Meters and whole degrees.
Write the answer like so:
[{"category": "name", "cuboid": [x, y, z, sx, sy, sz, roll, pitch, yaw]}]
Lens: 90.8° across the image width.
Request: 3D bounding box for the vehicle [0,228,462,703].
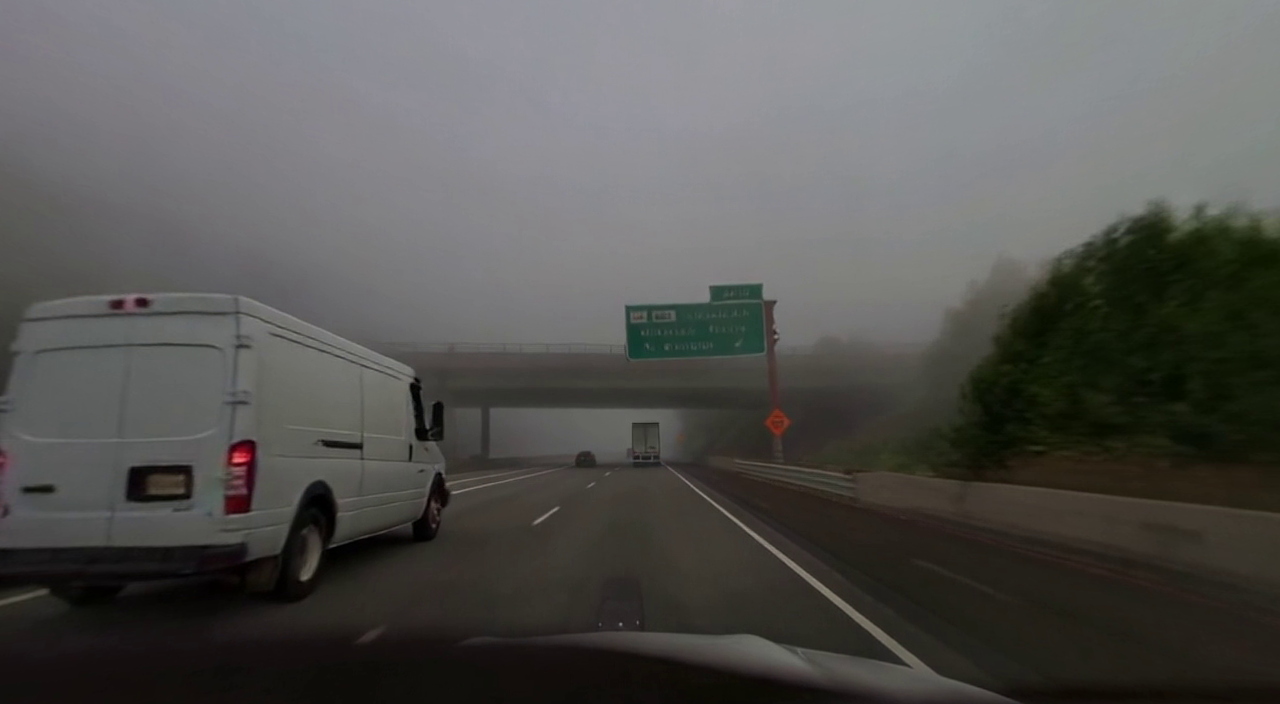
[{"category": "vehicle", "cuboid": [-3.911, 1.078, 6.339, 2.504, 2.694, 5.934, 0, -9, 0]}]
